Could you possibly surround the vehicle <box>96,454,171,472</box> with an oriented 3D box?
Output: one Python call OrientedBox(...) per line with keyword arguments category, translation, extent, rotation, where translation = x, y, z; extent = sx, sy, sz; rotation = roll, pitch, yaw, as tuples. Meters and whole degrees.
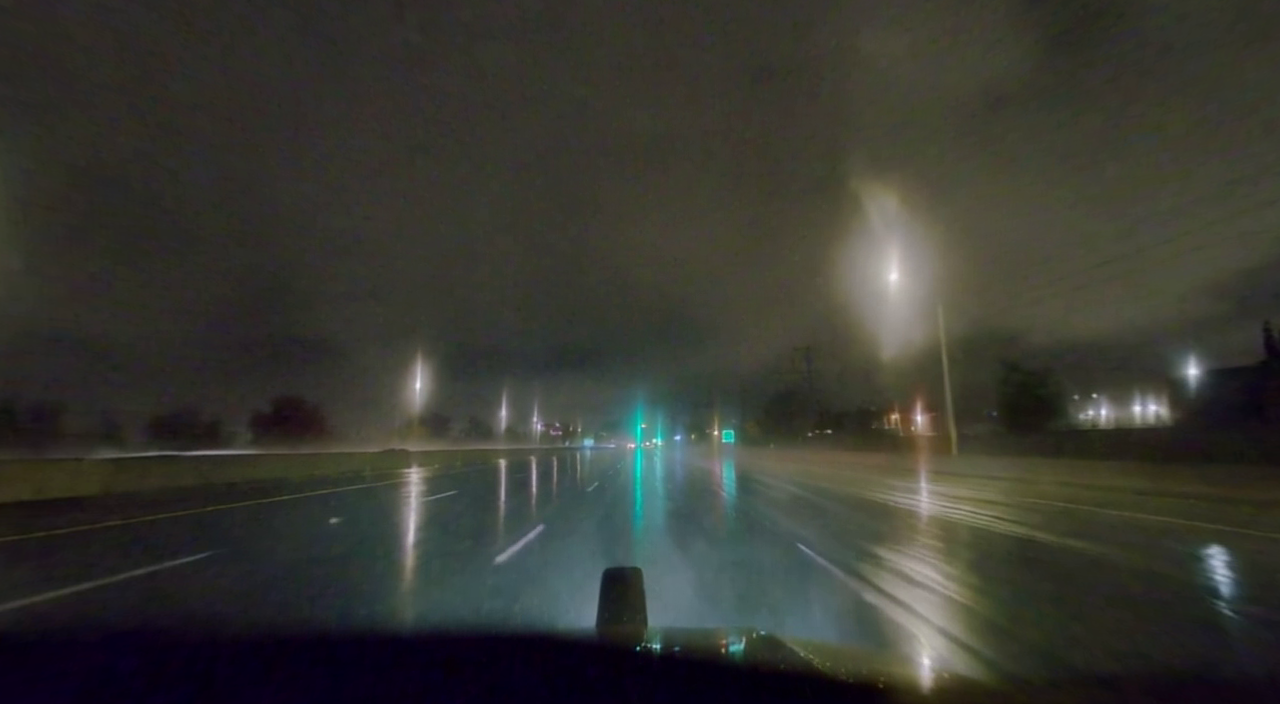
OrientedBox(category="vehicle", translation=(-28.660, 6.293, 35.793), extent=(1.784, 0.941, 2.965), rotation=(0, -8, 0))
